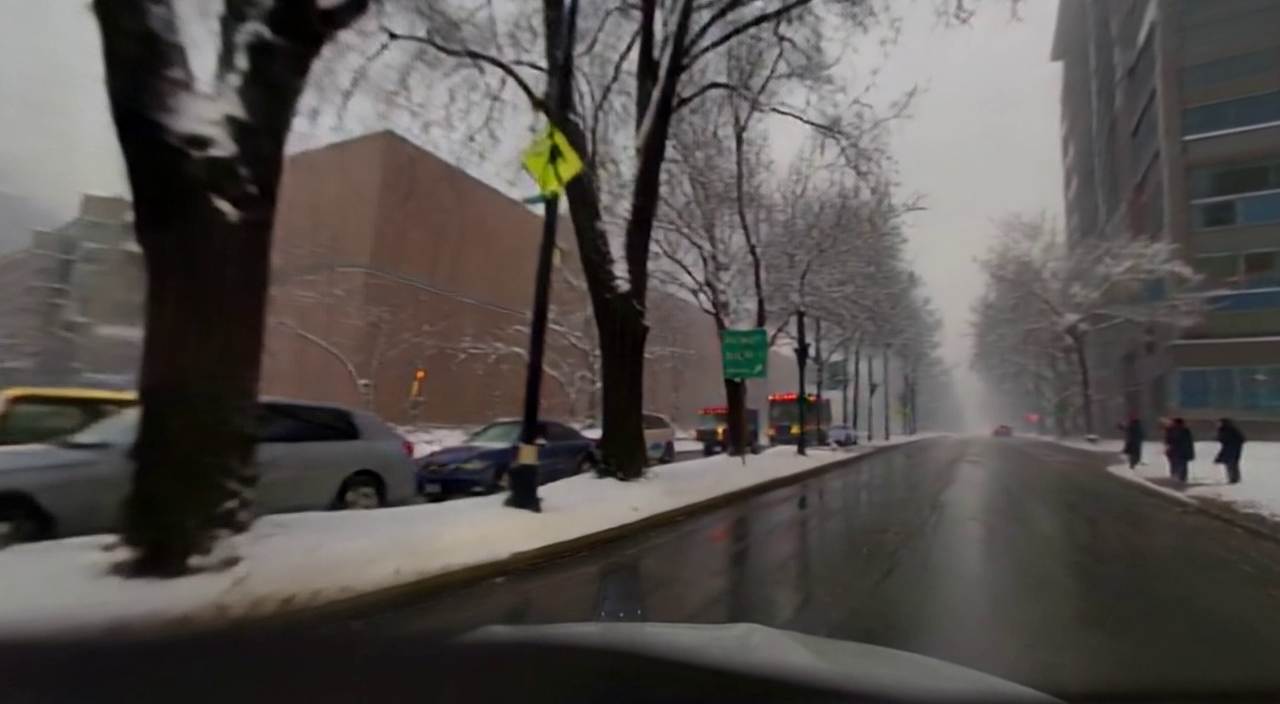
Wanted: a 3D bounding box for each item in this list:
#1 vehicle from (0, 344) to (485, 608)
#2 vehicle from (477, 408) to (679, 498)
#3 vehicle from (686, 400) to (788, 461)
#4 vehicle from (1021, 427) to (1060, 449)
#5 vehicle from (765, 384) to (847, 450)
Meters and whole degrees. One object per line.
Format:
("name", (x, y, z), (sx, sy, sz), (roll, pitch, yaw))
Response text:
("vehicle", (-4.177, 1.199, 6.896), (2.053, 1.798, 4.841), (-4, -9, 28))
("vehicle", (-1.015, 2.025, 12.975), (1.826, 1.488, 4.628), (-4, -9, 28))
("vehicle", (3.452, 2.737, 21.717), (1.988, 1.855, 4.599), (-4, -9, 28))
("vehicle", (29.693, 6.404, 46.940), (1.888, 1.536, 4.381), (-4, -9, 26))
("vehicle", (7.740, 3.101, 29.004), (2.268, 2.708, 5.699), (-4, -9, 28))
